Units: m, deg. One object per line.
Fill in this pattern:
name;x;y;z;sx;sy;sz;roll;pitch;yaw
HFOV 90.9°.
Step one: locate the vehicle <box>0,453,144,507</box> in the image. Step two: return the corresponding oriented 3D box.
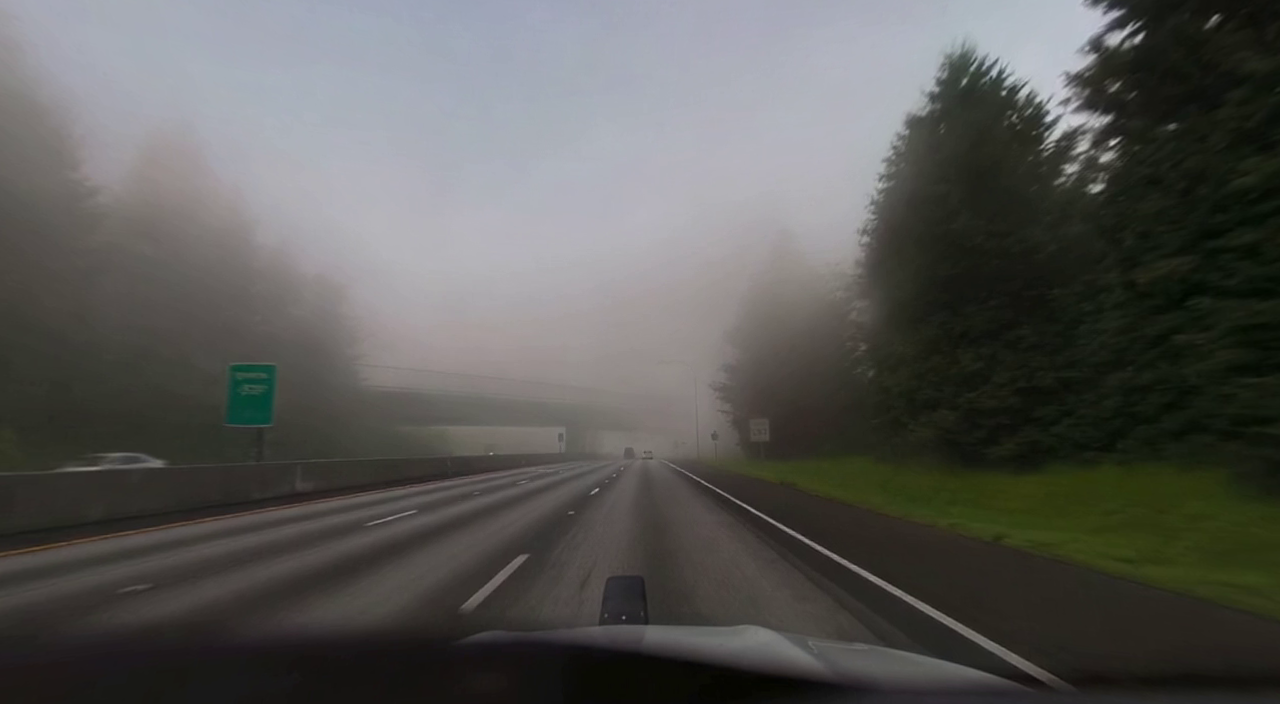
vehicle;-19.080;4.122;20.788;1.866;1.538;4.339;0;-9;0
